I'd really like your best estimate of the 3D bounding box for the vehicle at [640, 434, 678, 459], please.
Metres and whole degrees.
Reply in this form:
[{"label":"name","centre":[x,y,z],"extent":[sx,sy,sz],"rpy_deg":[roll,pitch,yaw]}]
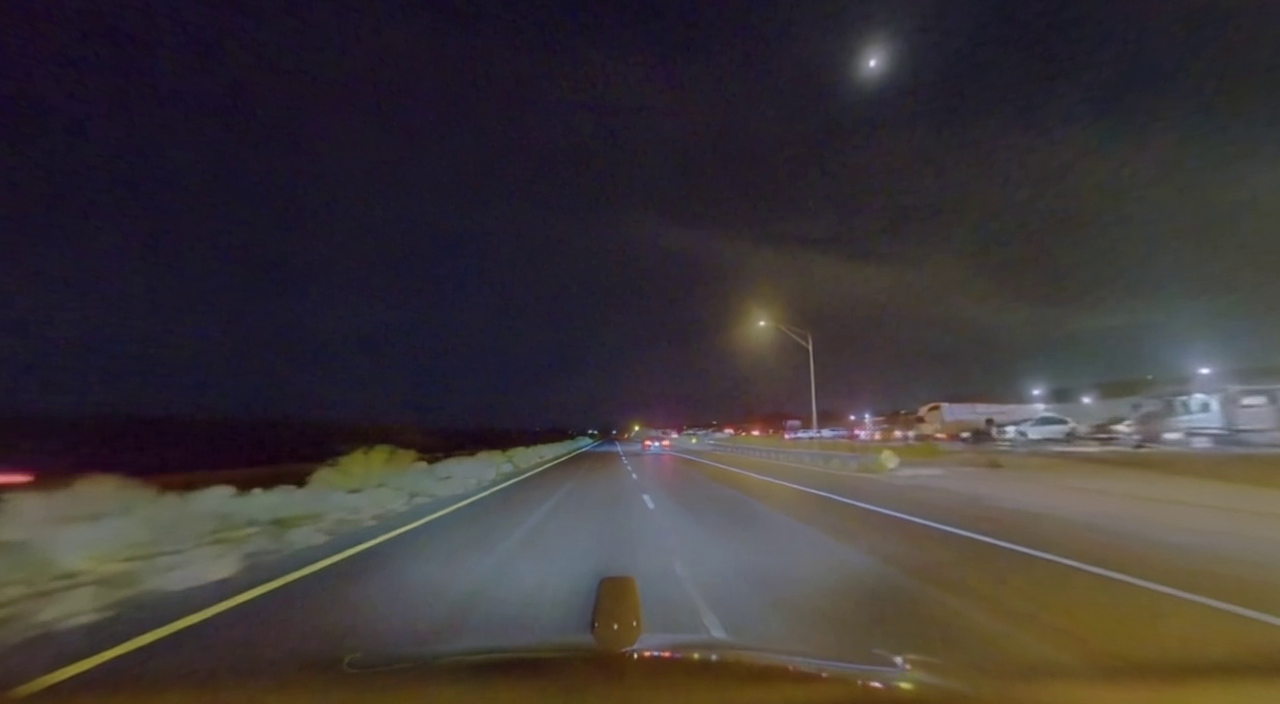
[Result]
[{"label":"vehicle","centre":[1.137,5.843,39.081],"extent":[2.037,1.504,4.248],"rpy_deg":[0,-8,-2]}]
